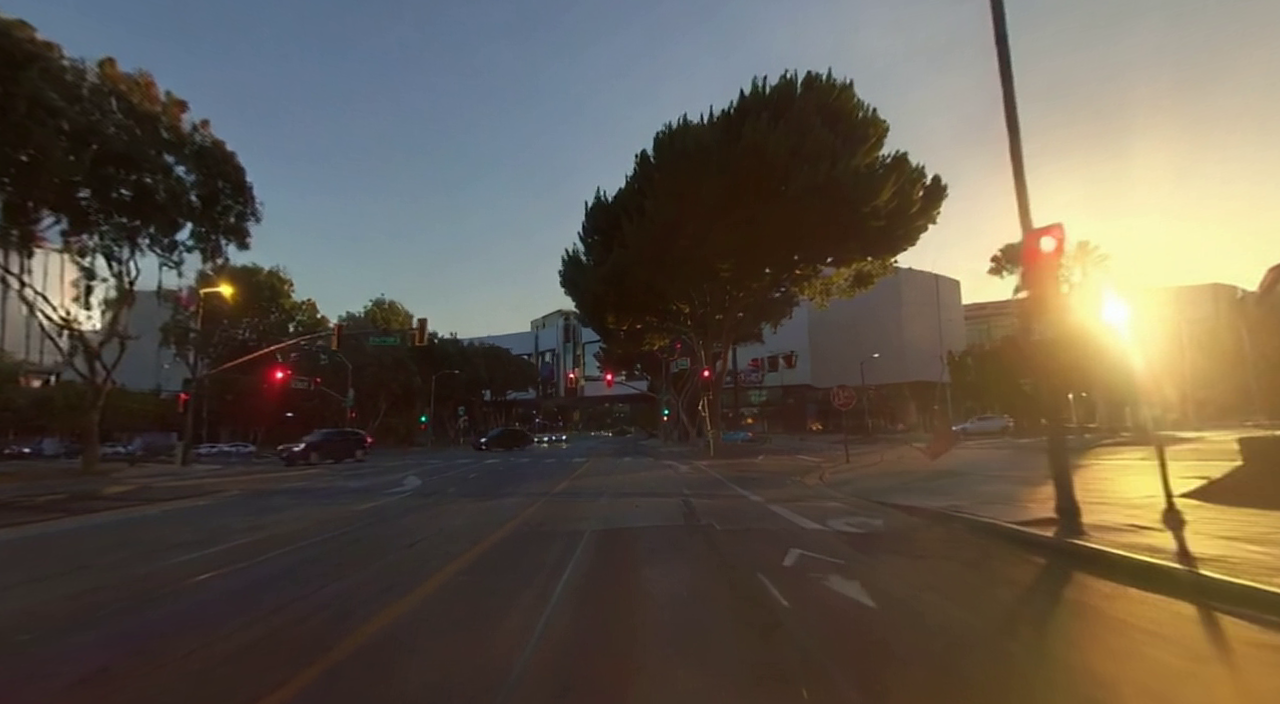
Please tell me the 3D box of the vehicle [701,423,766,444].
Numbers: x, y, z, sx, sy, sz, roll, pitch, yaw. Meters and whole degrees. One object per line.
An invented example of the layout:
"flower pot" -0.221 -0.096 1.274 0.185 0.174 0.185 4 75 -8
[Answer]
"vehicle" 7.260 6.354 49.105 4.572 1.599 1.938 2 -8 -14

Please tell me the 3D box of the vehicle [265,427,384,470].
"vehicle" -12.852 3.955 26.117 2.111 1.598 4.359 -2 -8 11

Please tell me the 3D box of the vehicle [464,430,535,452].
"vehicle" -9.904 6.321 44.850 1.912 1.500 4.577 -8 -11 43
